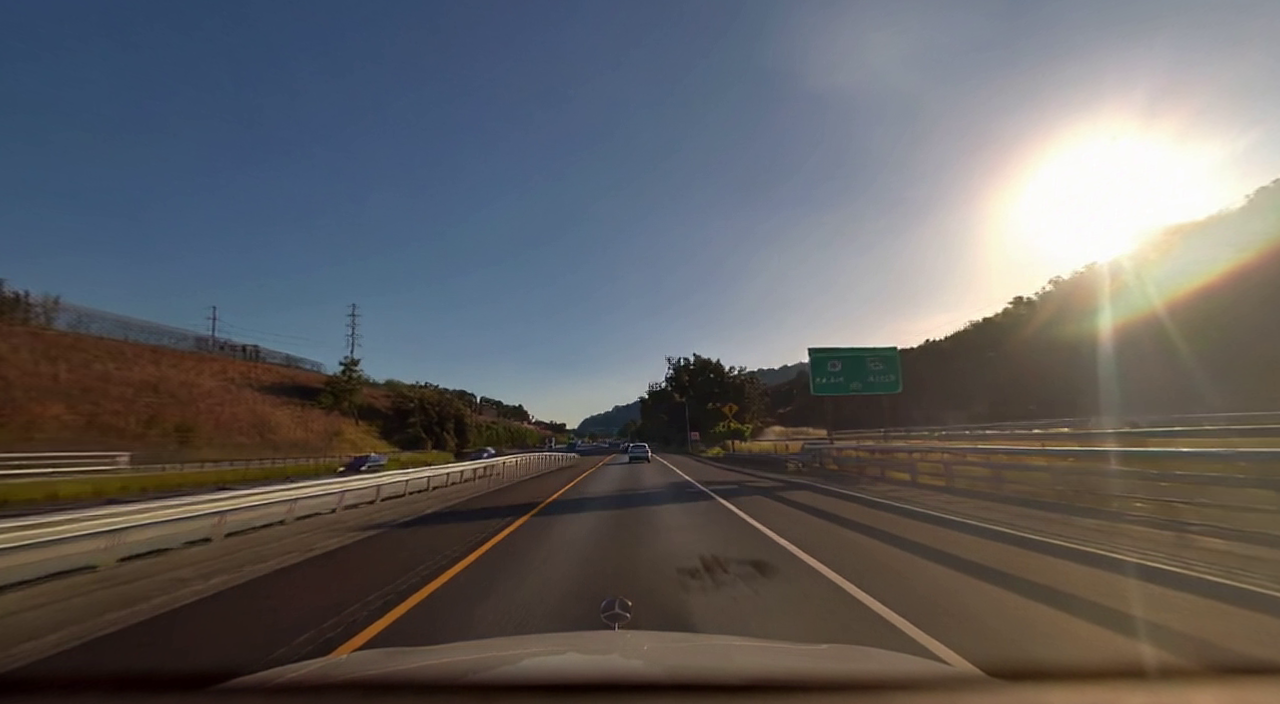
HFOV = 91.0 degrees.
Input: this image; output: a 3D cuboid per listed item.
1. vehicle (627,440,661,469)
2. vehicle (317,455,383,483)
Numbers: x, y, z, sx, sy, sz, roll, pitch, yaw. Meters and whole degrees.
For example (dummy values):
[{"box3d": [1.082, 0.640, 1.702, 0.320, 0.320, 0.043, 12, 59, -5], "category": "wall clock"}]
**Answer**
[{"box3d": [0.238, 6.502, 40.195, 2.059, 1.696, 4.165, 0, -8, 0], "category": "vehicle"}, {"box3d": [-17.315, 6.974, 37.811, 1.836, 1.478, 4.655, 0, -8, -1], "category": "vehicle"}]
